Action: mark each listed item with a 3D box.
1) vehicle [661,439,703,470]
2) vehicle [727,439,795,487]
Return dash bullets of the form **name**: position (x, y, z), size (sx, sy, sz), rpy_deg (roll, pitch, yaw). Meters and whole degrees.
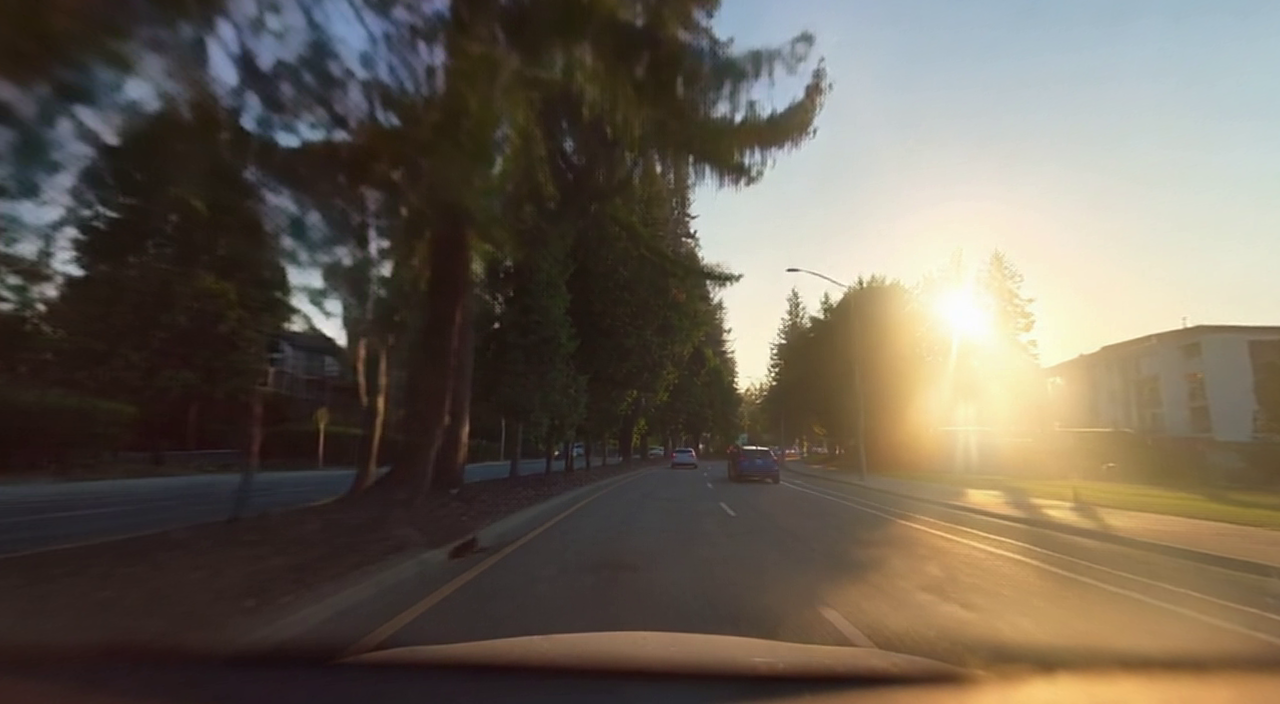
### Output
- **vehicle**: position (2.726, 6.406, 39.491), size (2.251, 1.822, 4.391), rpy_deg (-1, -8, 8)
- **vehicle**: position (4.520, 4.197, 24.142), size (1.971, 1.663, 4.287), rpy_deg (-1, -8, 3)
